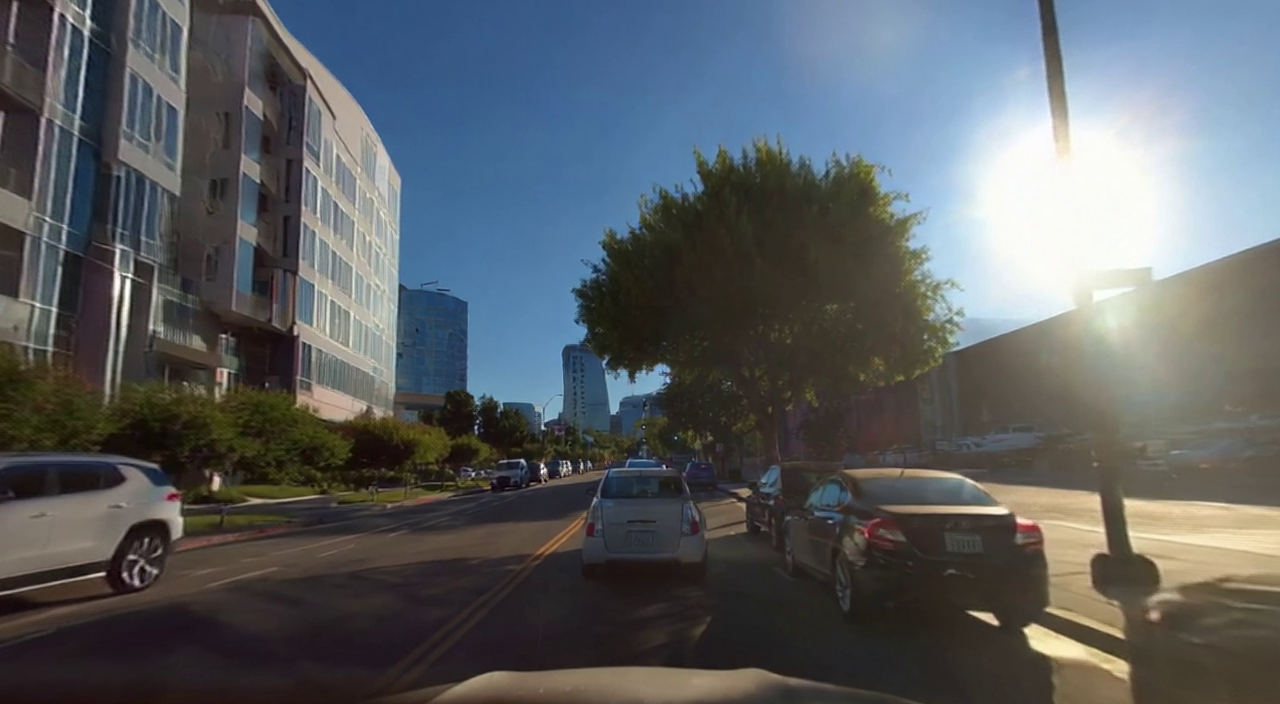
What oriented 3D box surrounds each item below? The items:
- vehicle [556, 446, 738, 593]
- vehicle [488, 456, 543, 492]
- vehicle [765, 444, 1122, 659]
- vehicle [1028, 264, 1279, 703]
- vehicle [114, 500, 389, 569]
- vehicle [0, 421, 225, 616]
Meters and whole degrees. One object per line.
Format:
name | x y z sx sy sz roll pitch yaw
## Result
vehicle | 0.081 2.205 8.886 2.018 1.583 3.646 1 -11 0
vehicle | -6.560 6.538 33.494 2.024 1.654 4.396 -3 -12 0
vehicle | 2.678 1.872 6.800 1.884 1.566 4.018 1 -11 1
vehicle | 2.752 0.512 0.602 1.868 1.920 4.501 1 -11 1
vehicle | -6.827 3.324 11.901 2.223 0.774 4.789 1 -10 0
vehicle | -6.715 1.690 6.319 1.994 1.701 4.520 -3 -12 -1
